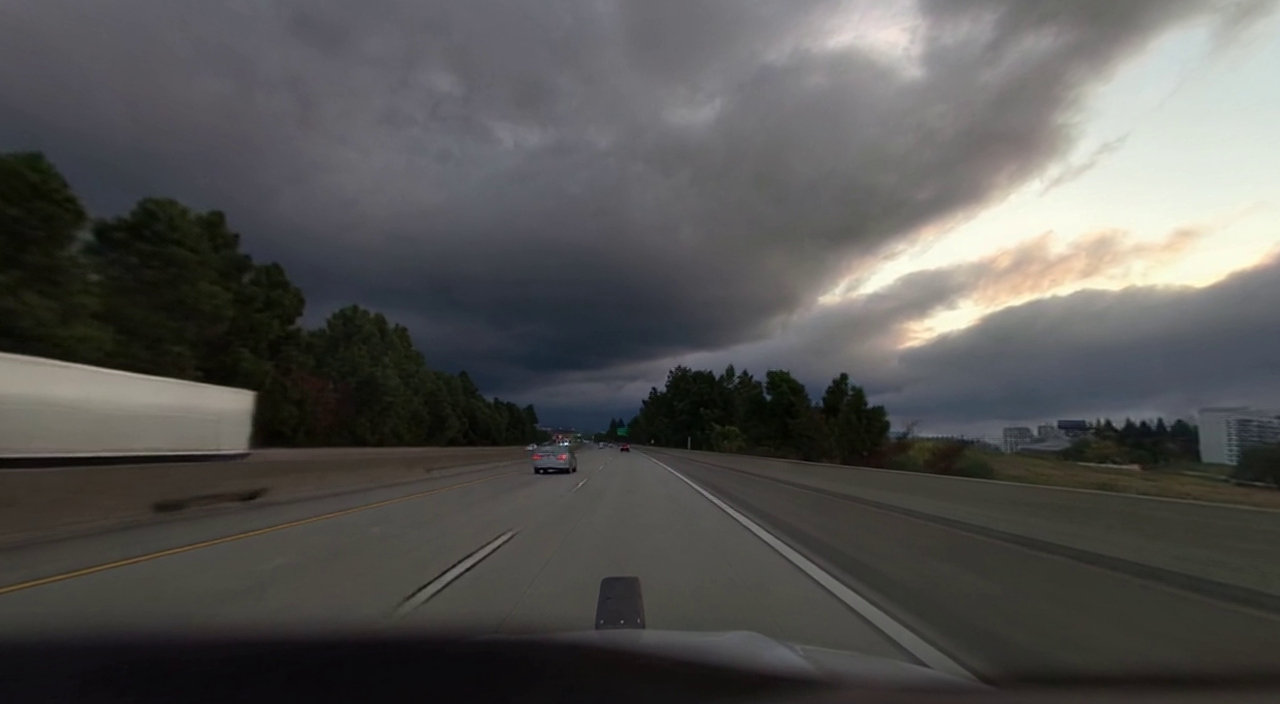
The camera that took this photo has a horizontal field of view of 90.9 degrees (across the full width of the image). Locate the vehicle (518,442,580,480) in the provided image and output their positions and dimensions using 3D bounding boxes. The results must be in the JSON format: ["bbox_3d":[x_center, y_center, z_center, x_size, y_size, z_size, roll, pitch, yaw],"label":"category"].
[{"bbox_3d":[-4.005,4.876,28.460,2.083,1.560,4.713,0,-9,0],"label":"vehicle"}]

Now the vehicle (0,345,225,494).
[{"bbox_3d":[-17.412,1.909,17.141,2.973,3.650,13.844,0,-9,-1],"label":"vehicle"}]
